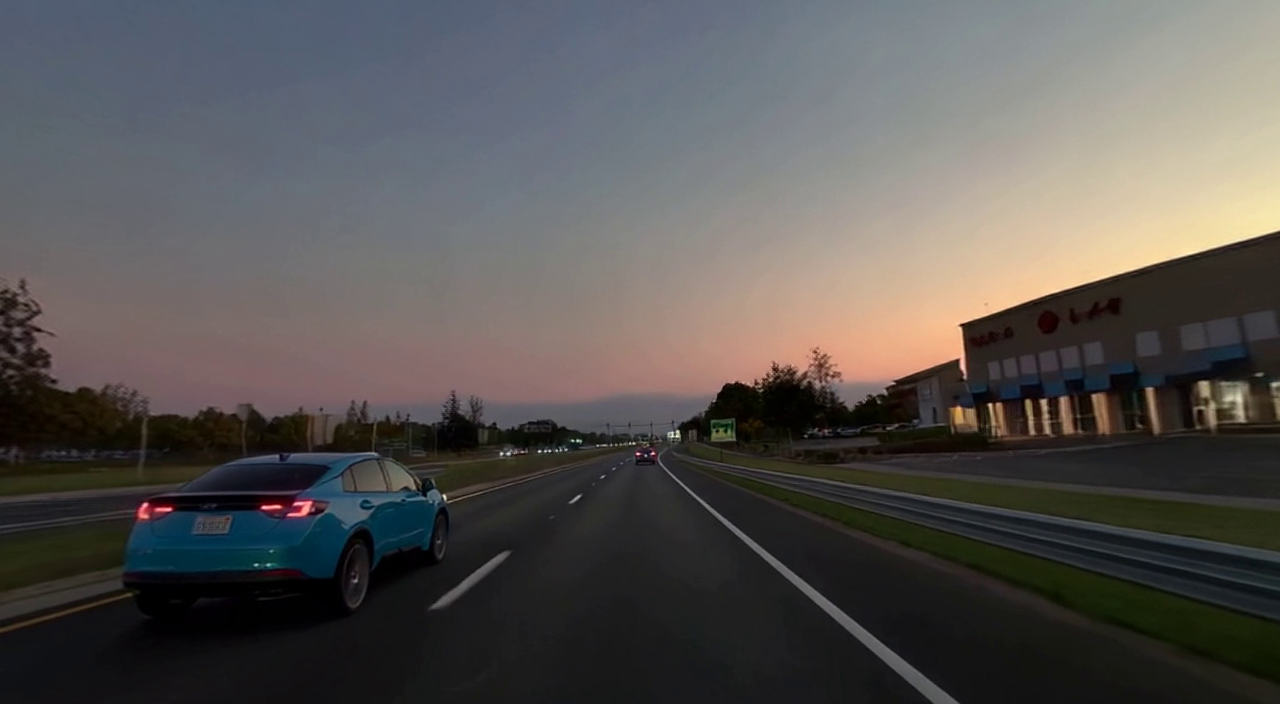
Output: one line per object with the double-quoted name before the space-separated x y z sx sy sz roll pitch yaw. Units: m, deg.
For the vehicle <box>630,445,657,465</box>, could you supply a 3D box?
"vehicle" 0.286 8.064 49.442 2.014 1.507 3.960 0 -9 0
